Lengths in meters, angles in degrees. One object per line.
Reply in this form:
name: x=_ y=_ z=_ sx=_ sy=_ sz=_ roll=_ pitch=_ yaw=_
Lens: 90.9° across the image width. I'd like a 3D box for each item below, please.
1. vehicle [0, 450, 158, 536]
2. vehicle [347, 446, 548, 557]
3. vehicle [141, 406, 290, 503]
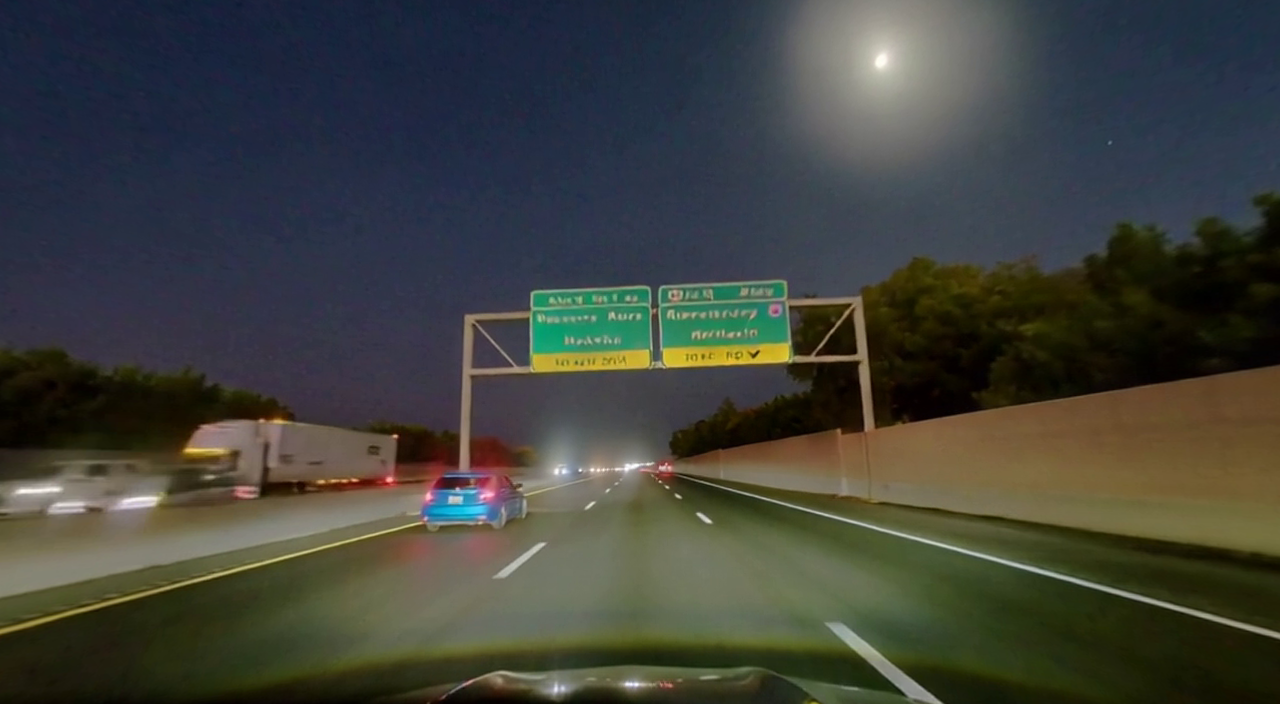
vehicle: x=-11.844 y=2.682 z=12.309 sx=1.800 sy=1.445 sz=3.699 roll=1 pitch=-10 yaw=1
vehicle: x=-3.012 y=2.497 z=11.080 sx=2.045 sy=1.487 sz=4.582 roll=1 pitch=-10 yaw=0
vehicle: x=-19.452 y=4.820 z=29.369 sx=2.939 sy=4.029 sz=5.203 roll=1 pitch=-11 yaw=1
